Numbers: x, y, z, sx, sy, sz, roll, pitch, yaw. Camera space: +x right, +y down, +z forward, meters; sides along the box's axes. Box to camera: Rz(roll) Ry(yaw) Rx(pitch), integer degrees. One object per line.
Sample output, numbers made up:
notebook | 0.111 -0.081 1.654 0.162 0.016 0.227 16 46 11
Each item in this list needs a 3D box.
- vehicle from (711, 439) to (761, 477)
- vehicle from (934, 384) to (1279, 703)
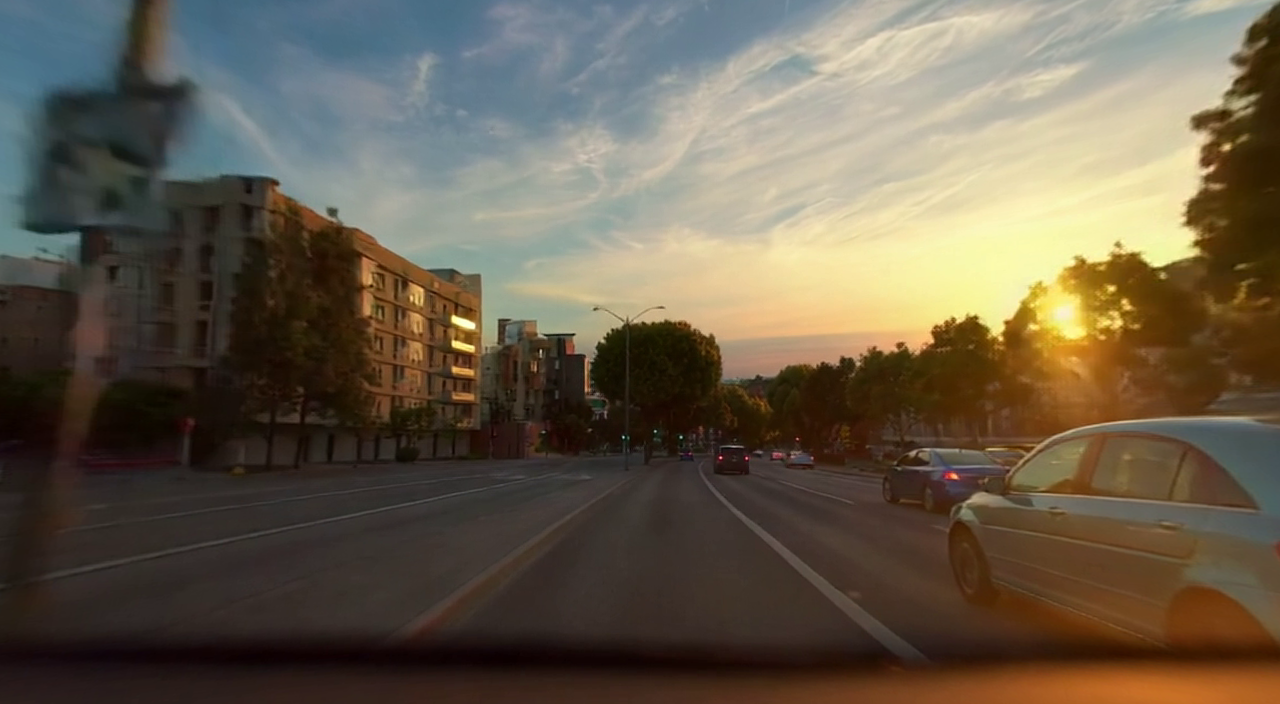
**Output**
vehicle | 4.962 5.540 33.207 2.154 1.844 4.634 -1 -9 3
vehicle | 3.554 1.107 3.548 1.901 1.634 3.952 0 -9 1
